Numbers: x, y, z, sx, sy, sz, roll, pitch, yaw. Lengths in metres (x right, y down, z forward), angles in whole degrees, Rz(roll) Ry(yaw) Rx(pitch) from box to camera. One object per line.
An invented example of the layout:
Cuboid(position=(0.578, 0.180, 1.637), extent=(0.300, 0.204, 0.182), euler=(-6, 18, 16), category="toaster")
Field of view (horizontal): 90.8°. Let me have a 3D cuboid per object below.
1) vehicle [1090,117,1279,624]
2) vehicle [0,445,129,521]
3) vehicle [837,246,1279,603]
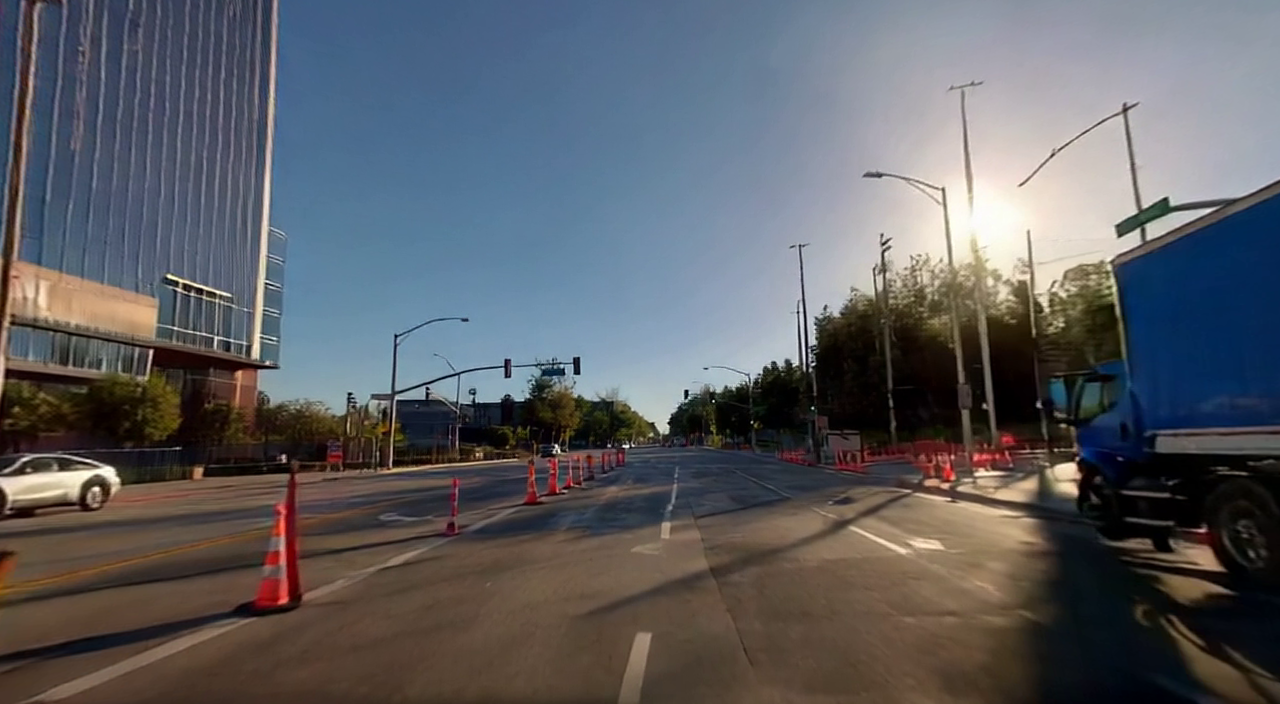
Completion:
Cuboid(position=(6.421, -0.289, 1.940), extent=(3.176, 3.913, 9.805), euler=(0, -8, 3), category="vehicle")
Cuboid(position=(-15.136, 3.042, 14.887), extent=(1.925, 1.665, 4.893), euler=(0, -8, 2), category="vehicle")
Cuboid(position=(6.877, 1.481, 12.215), extent=(3.016, 4.240, 9.383), euler=(0, -9, 0), category="vehicle")
